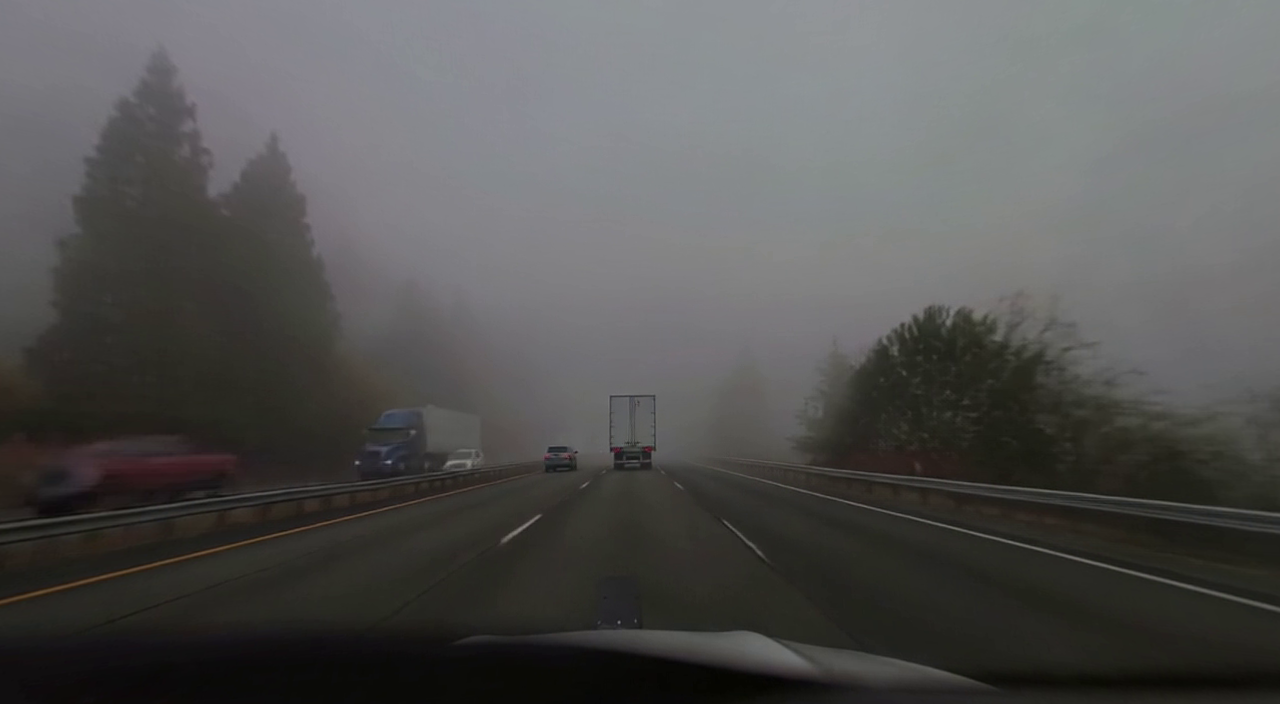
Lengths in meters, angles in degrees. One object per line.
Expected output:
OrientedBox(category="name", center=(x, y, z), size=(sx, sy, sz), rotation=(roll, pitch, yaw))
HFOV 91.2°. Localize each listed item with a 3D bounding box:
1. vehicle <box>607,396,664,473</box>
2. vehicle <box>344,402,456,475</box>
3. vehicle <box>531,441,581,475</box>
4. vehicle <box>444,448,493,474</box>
OrientedBox(category="vehicle", center=(-0.301, 5.282, 39.300), size=(3.100, 4.091, 10.664), rotation=(0, -9, -1))
OrientedBox(category="vehicle", center=(-15.130, 5.727, 40.781), size=(3.032, 4.087, 10.407), rotation=(0, -9, 1))
OrientedBox(category="vehicle", center=(-4.389, 5.608, 33.297), size=(2.112, 1.645, 4.129), rotation=(0, -9, 0))
OrientedBox(category="vehicle", center=(-10.532, 6.723, 38.777), size=(1.880, 1.491, 3.942), rotation=(0, -9, 1))
